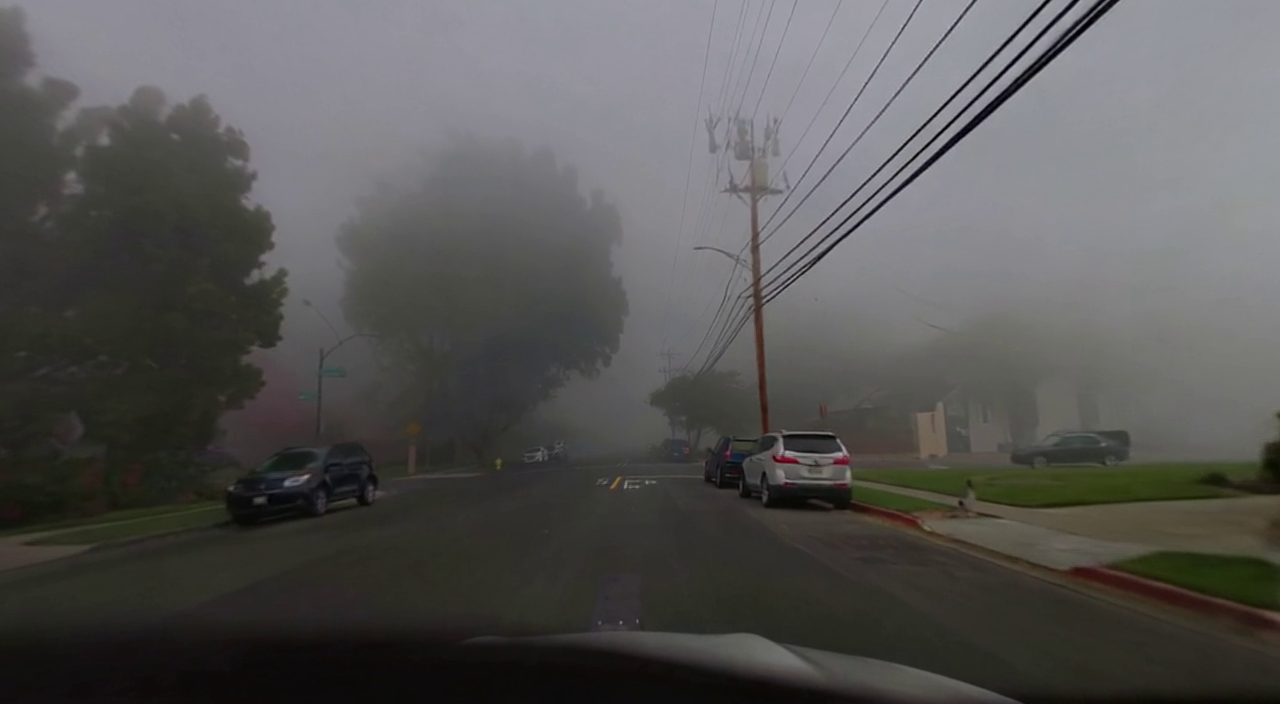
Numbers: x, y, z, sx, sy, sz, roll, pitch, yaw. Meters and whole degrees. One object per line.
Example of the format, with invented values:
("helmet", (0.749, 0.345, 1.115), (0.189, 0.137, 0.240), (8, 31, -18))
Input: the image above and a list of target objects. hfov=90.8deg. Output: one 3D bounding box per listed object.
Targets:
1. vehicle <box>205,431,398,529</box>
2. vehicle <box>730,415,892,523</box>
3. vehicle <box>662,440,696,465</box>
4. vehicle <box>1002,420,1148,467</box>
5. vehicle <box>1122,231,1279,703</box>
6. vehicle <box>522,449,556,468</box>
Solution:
("vehicle", (-7.315, 2.858, 14.272), (1.980, 1.664, 4.342), (-5, -11, -1))
("vehicle", (3.162, 2.280, 12.737), (1.993, 1.778, 4.311), (0, -9, 0))
("vehicle", (2.794, 7.317, 46.197), (2.114, 1.708, 4.474), (0, -9, -1))
("vehicle", (19.221, 4.071, 28.094), (4.826, 1.933, 2.166), (1, -8, 1))
("vehicle", (3.433, 0.255, 0.105), (2.111, 2.054, 5.748), (0, -9, 0))
("vehicle", (-7.530, 7.933, 47.321), (1.926, 1.307, 3.909), (0, -9, 0))
